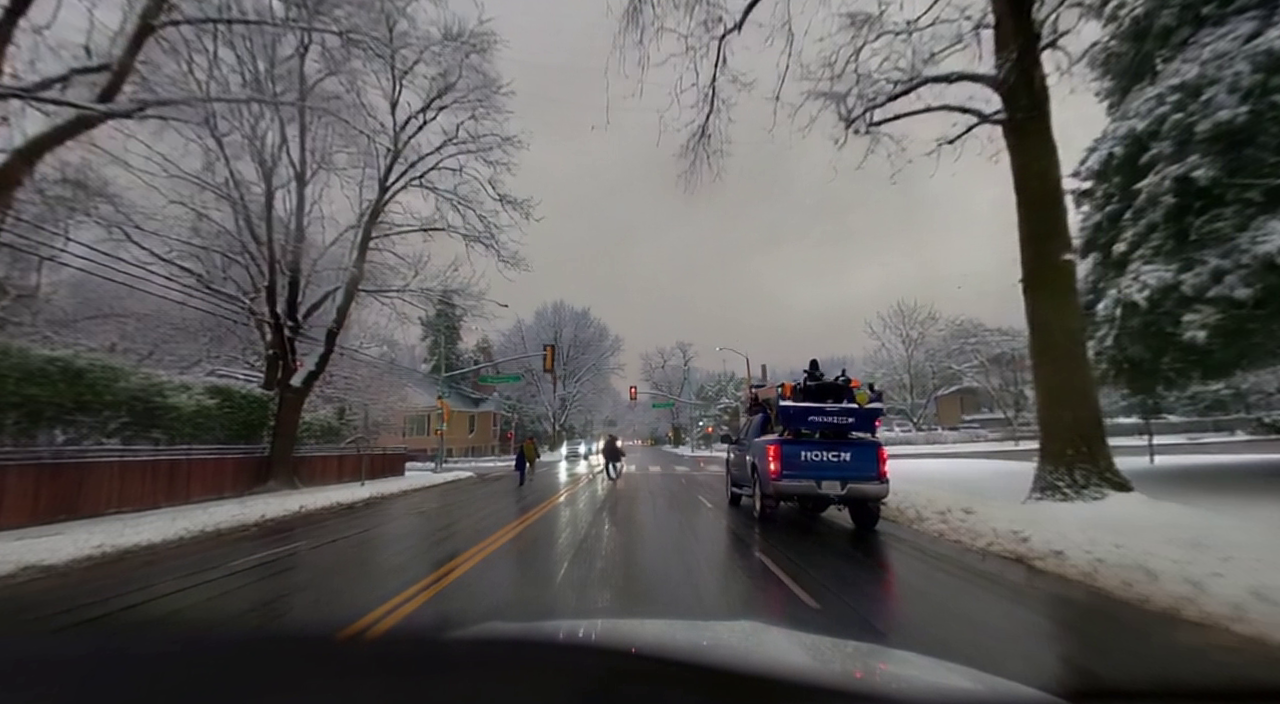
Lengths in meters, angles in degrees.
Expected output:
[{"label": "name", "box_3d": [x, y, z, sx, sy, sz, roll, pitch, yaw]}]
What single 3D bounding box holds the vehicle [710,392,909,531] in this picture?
[{"label": "vehicle", "box_3d": [2.777, 1.996, 12.001, 2.177, 2.015, 5.463, 0, -8, -1]}]
